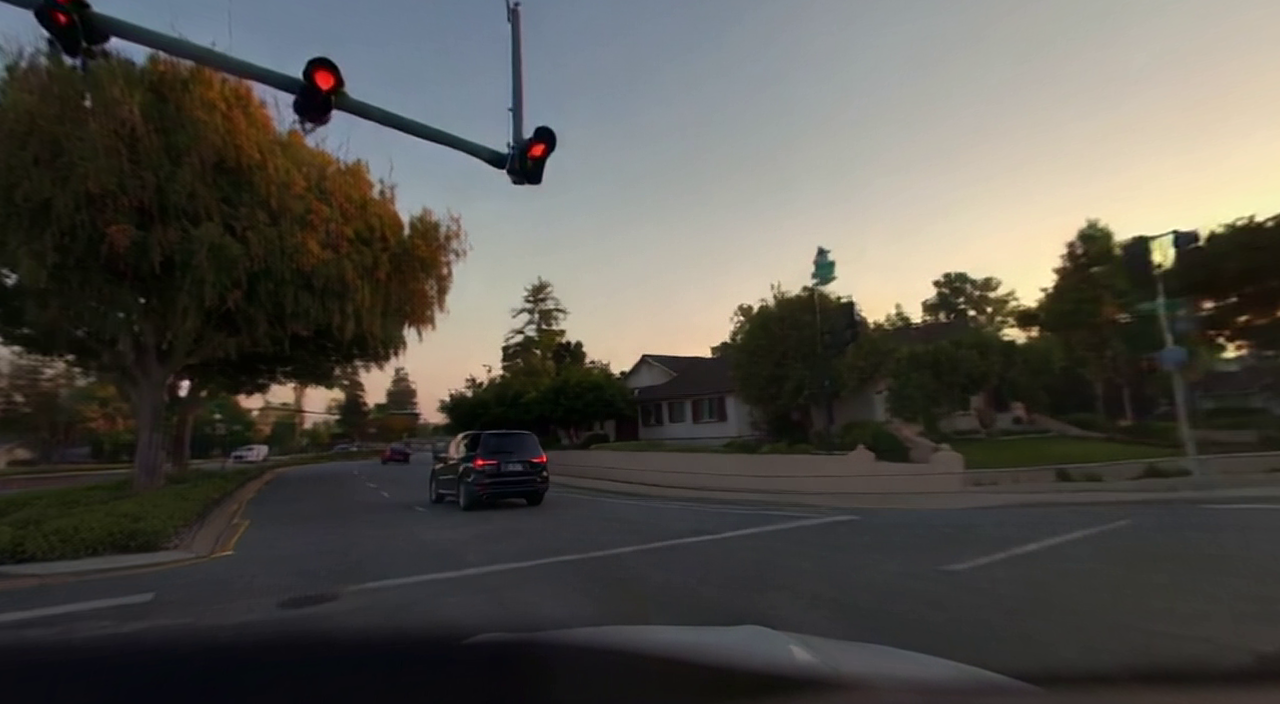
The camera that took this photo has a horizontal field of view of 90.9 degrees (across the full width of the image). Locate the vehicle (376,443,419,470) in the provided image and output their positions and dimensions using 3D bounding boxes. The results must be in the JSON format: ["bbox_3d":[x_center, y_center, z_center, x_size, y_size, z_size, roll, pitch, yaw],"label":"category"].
[{"bbox_3d":[-14.137,6.027,36.571,1.983,1.433,4.558,4,-9,-24],"label":"vehicle"}]

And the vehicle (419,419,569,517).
[{"bbox_3d":[-3.544,2.583,14.570,2.141,1.833,4.704,4,-10,-28],"label":"vehicle"}]

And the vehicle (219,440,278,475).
[{"bbox_3d":[-20.964,5.651,33.919,2.063,1.721,4.261,4,-9,-24],"label":"vehicle"}]
